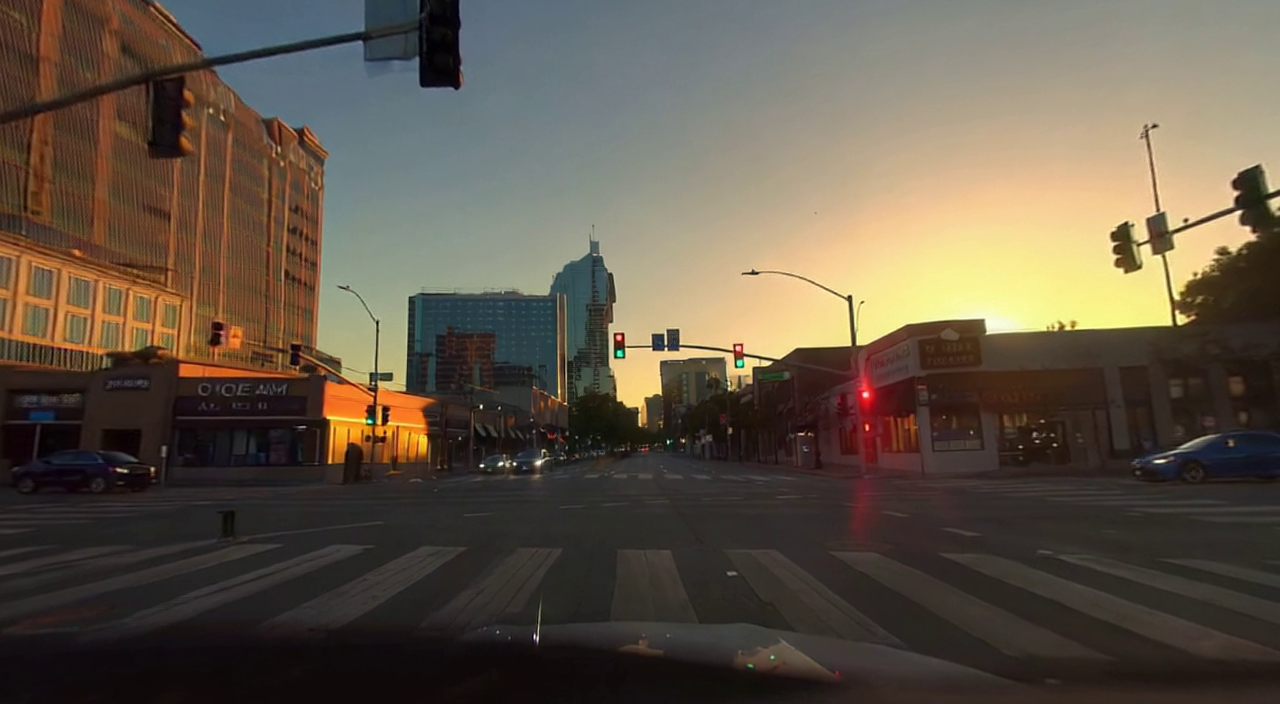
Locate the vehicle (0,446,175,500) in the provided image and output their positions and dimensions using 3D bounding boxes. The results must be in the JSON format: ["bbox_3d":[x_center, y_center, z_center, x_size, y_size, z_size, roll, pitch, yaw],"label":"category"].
[{"bbox_3d":[-21.137,4.589,24.214,5.161,1.910,2.275,-2,-9,11],"label":"vehicle"}]

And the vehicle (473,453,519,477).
[{"bbox_3d":[-9.820,7.734,43.431,2.106,1.505,4.228,0,-9,0],"label":"vehicle"}]

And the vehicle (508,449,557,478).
[{"bbox_3d":[-6.754,7.055,40.180,2.181,1.703,4.512,-1,-9,2],"label":"vehicle"}]

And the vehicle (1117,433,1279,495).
[{"bbox_3d":[15.434,2.843,16.197,4.651,1.463,1.880,-2,-9,8],"label":"vehicle"}]
